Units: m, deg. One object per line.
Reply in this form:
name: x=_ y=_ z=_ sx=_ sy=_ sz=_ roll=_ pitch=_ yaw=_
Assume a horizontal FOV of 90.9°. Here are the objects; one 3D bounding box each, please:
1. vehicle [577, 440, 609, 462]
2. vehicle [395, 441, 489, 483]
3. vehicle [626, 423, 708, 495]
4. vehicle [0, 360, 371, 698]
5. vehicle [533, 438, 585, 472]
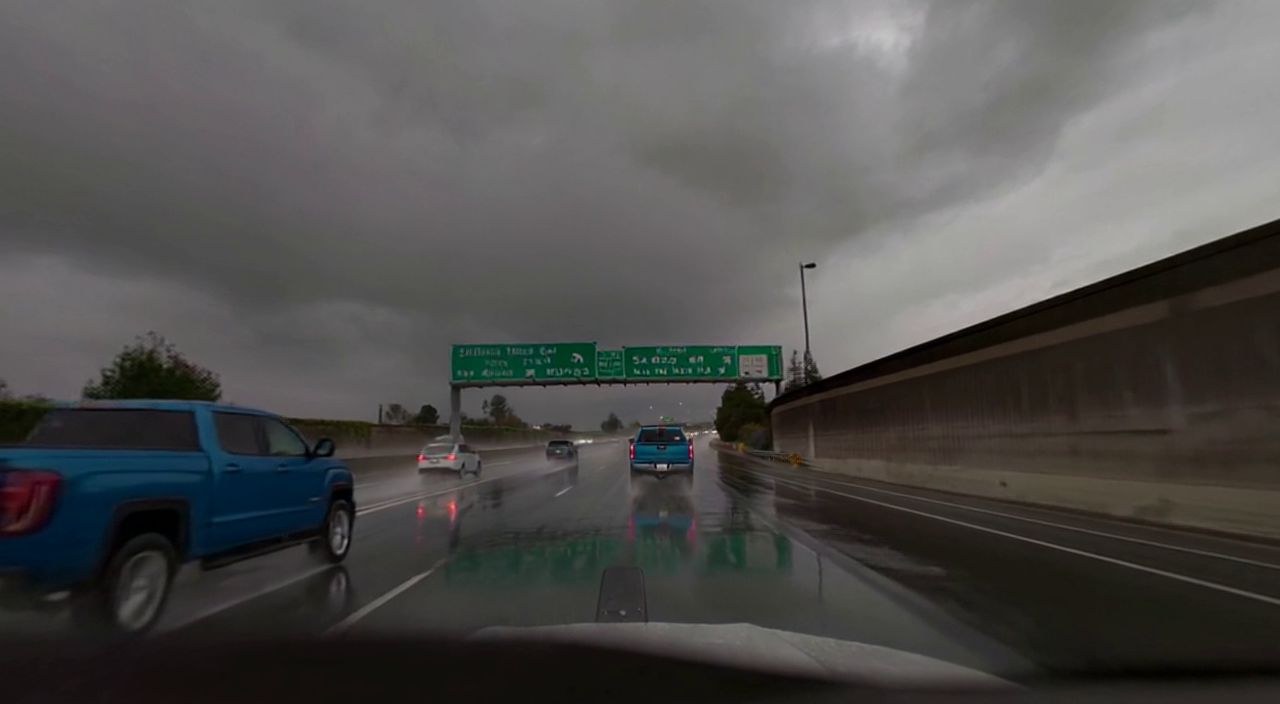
vehicle: x=-3.612 y=7.640 z=48.750 sx=2.061 sy=1.584 sz=4.290 roll=0 pitch=-8 yaw=1
vehicle: x=-7.685 y=4.303 z=25.026 sx=2.081 sy=1.463 sz=4.749 roll=0 pitch=-8 yaw=1
vehicle: x=0.640 y=3.067 z=18.437 sx=2.083 sy=1.792 sz=4.782 roll=0 pitch=-8 yaw=-1
vehicle: x=-4.399 y=1.241 z=5.311 sx=1.954 sy=1.792 sz=5.187 roll=0 pitch=-8 yaw=0
vehicle: x=-4.136 y=5.342 z=32.959 sx=1.961 sy=1.591 sz=4.756 roll=0 pitch=-8 yaw=2
